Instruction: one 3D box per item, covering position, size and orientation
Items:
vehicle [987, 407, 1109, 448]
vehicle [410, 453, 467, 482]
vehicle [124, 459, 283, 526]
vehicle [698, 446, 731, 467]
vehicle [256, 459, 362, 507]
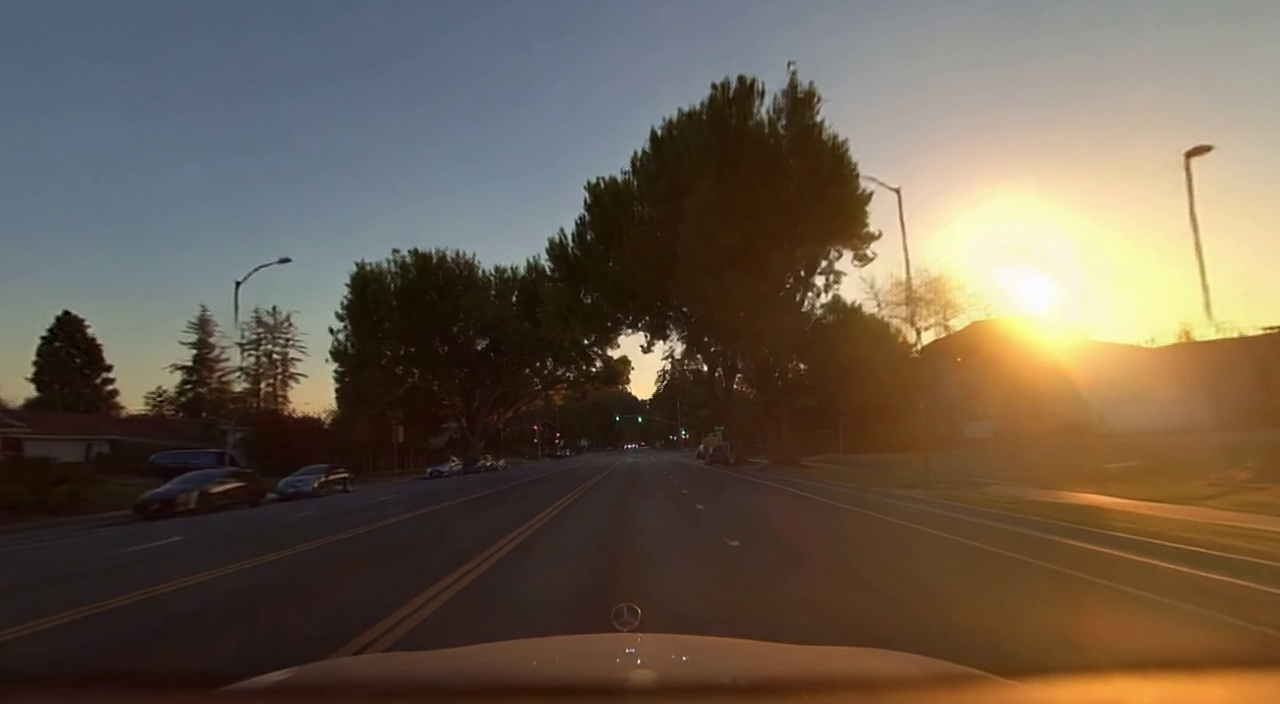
[{"bbox_3d":[17.440,3.305,27.141,1.726,1.620,3.938,6,-11,-37],"label":"vehicle"},{"bbox_3d":[-12.644,7.265,40.041,2.078,1.618,4.650,0,-9,0],"label":"vehicle"},{"bbox_3d":[-12.679,4.057,18.747,1.828,1.510,4.149,-5,-9,0],"label":"vehicle"},{"bbox_3d":[5.741,8.126,49.266,1.875,1.466,4.355,0,-9,-2],"label":"vehicle"},{"bbox_3d":[-12.738,5.026,24.659,1.909,1.477,4.345,-4,-8,-1],"label":"vehicle"}]
